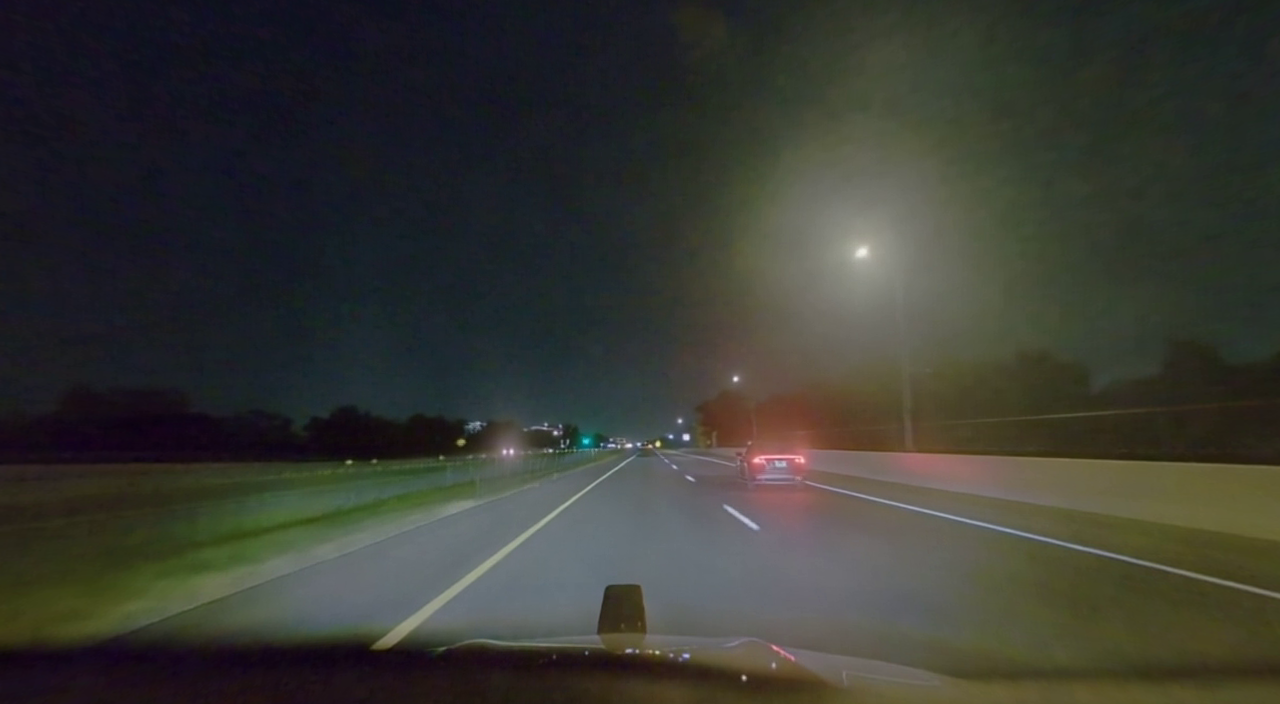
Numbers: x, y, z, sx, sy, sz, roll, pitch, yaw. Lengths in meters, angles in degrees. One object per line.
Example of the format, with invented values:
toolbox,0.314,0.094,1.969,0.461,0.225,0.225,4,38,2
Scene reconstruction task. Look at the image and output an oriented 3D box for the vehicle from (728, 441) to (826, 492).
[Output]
vehicle,4.154,3.527,19.809,2.124,1.405,4.398,0,-8,0
